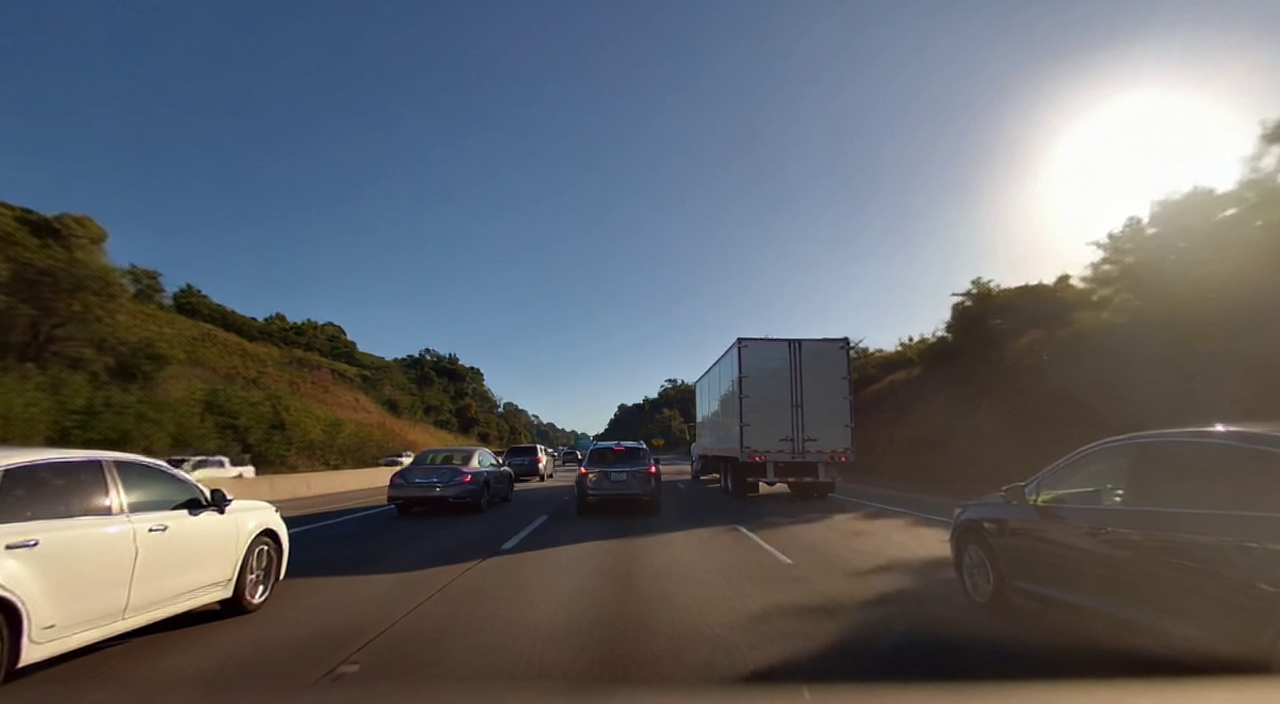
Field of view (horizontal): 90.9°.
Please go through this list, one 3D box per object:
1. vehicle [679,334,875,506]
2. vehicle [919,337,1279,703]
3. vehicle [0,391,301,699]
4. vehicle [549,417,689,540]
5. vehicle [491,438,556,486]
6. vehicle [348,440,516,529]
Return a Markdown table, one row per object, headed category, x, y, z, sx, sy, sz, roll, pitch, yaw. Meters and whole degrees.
| category | x | y | z | sx | sy | sz | roll | pitch | yaw |
| --- | --- | --- | --- | --- | --- | --- | --- | --- | --- |
| vehicle | 3.734 | 2.805 | 22.877 | 3.186 | 4.111 | 15.553 | 0 | -9 | -2 |
| vehicle | 3.639 | 0.964 | 3.454 | 2.076 | 1.751 | 4.666 | 0 | -9 | 0 |
| vehicle | -4.299 | 1.173 | 4.271 | 1.789 | 1.620 | 3.841 | 0 | -9 | 1 |
| vehicle | -0.309 | 2.181 | 11.382 | 2.037 | 1.792 | 4.194 | 0 | -9 | 0 |
| vehicle | -4.737 | 4.554 | 26.255 | 1.959 | 1.808 | 3.790 | 0 | -9 | 0 |
| vehicle | -3.986 | 2.598 | 12.957 | 1.923 | 1.503 | 4.293 | 0 | -9 | 1 |
